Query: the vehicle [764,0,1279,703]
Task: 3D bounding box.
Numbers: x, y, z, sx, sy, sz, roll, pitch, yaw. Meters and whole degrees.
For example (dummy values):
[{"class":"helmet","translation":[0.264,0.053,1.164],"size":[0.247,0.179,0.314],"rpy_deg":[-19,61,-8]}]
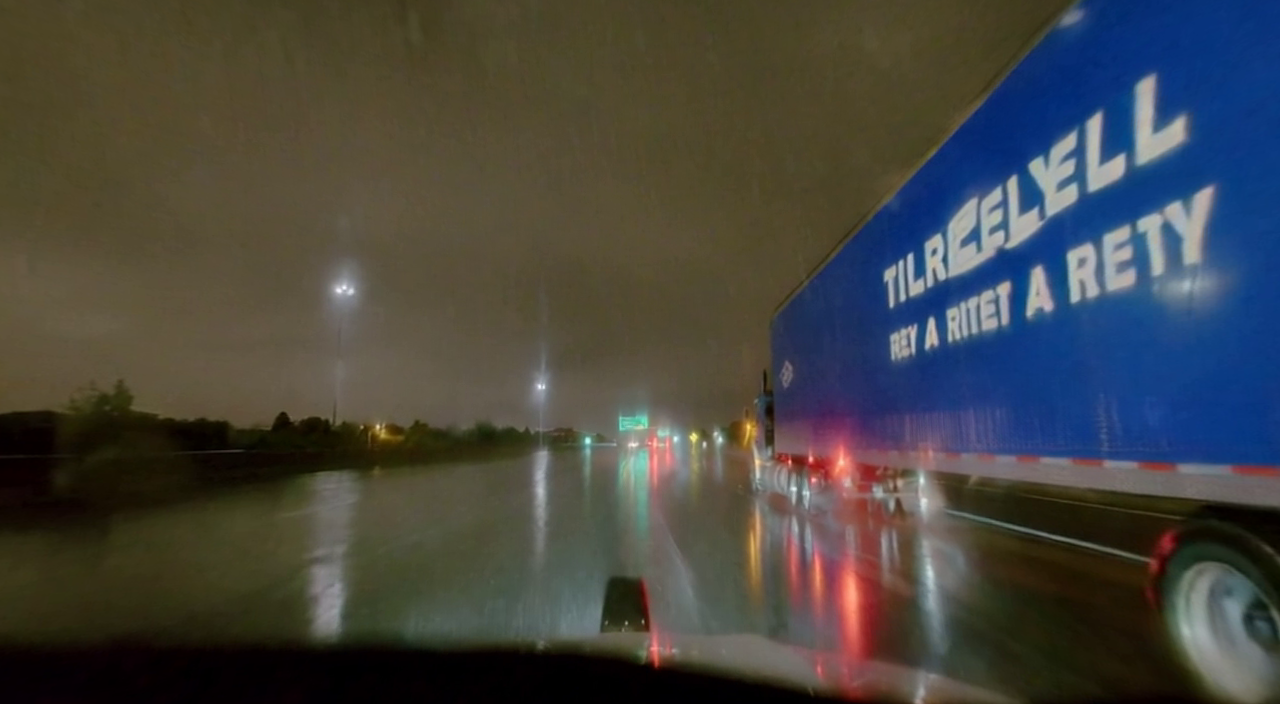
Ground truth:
[{"class":"vehicle","translation":[4.170,0.351,6.604],"size":[3.006,4.093,14.142],"rpy_deg":[0,-8,1]}]
